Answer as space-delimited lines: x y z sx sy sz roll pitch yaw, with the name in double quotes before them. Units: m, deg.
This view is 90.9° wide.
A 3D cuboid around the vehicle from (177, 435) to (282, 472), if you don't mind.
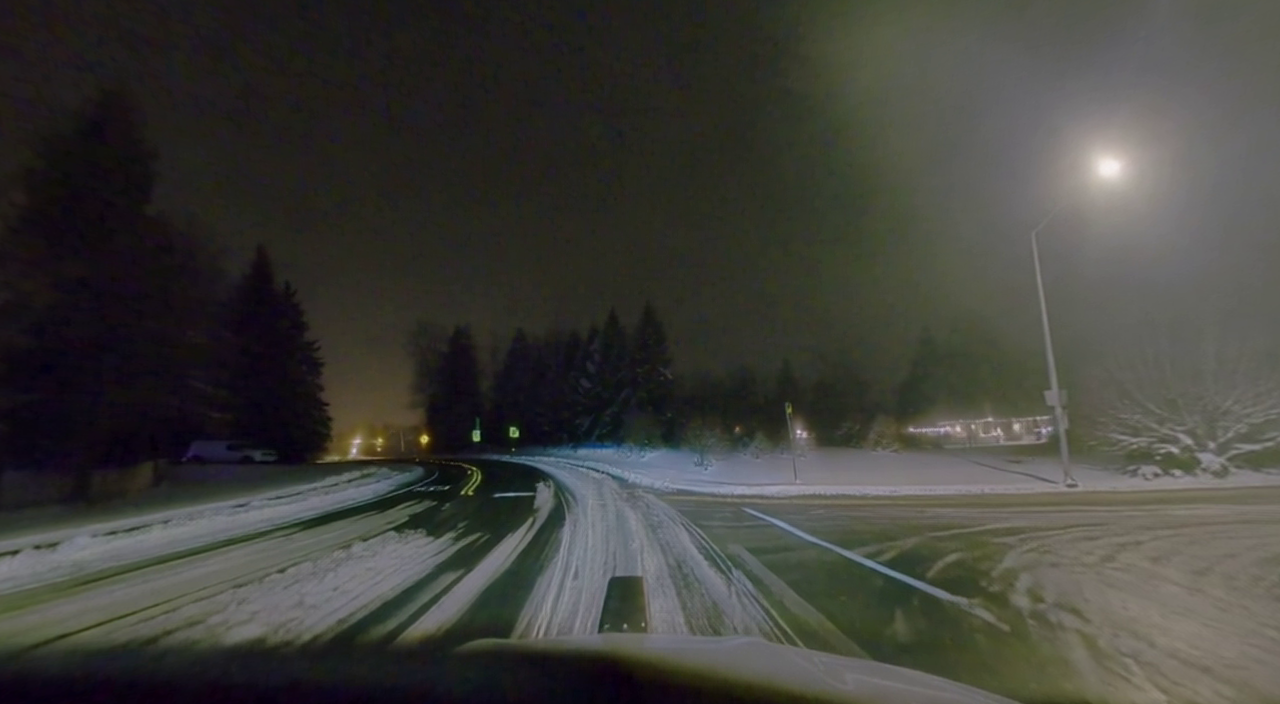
"vehicle" -23.142 5.704 35.637 4.699 1.996 2.116 -2 -9 11
